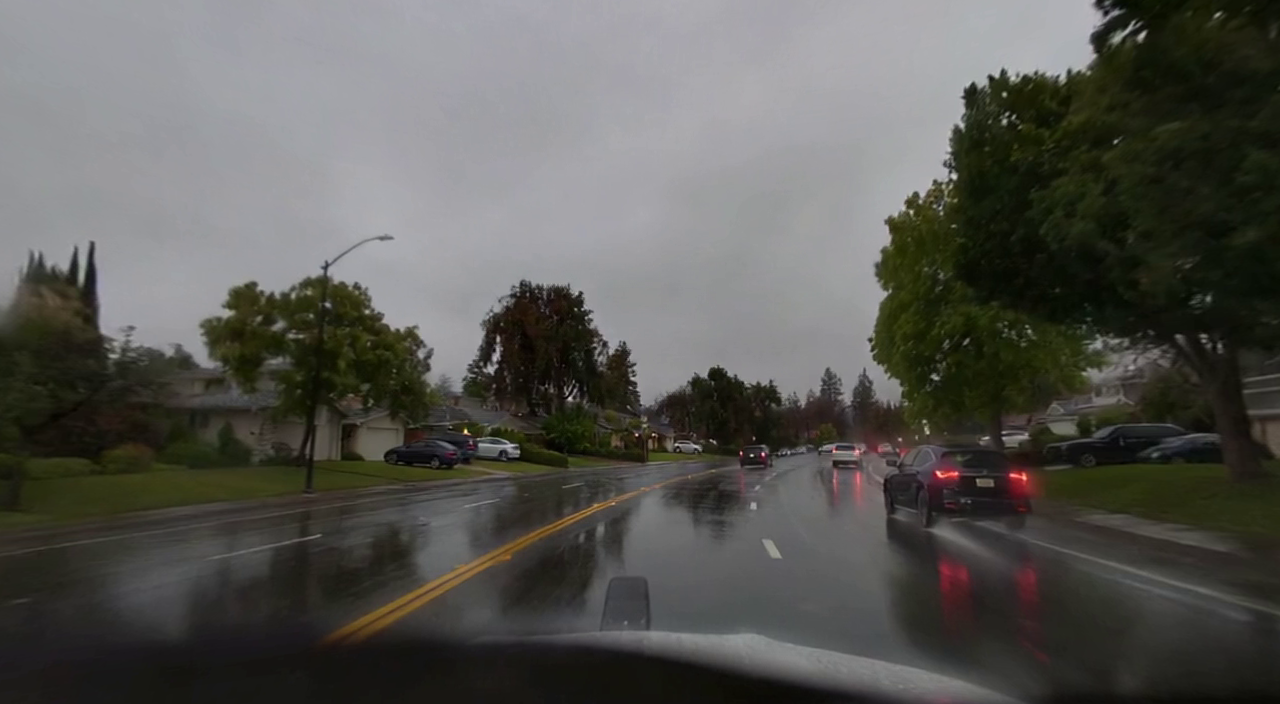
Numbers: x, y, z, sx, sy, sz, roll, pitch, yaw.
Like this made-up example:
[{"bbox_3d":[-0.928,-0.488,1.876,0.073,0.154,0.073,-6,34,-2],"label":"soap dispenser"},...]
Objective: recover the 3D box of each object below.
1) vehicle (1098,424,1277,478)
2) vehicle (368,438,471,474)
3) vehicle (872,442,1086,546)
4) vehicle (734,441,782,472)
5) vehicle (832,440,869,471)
[{"bbox_3d":[17.584,3.200,20.485,3.714,1.601,2.092,-2,-9,13],"label":"vehicle"},{"bbox_3d":[-11.507,5.385,32.950,4.646,1.502,1.874,2,-7,11],"label":"vehicle"},{"bbox_3d":[5.808,2.419,11.524,1.934,1.506,4.282,-1,-9,7],"label":"vehicle"},{"bbox_3d":[7.040,6.115,37.155,2.106,1.667,4.367,-3,-9,19],"label":"vehicle"},{"bbox_3d":[13.939,6.792,41.654,2.059,1.924,4.257,-3,-9,20],"label":"vehicle"}]
